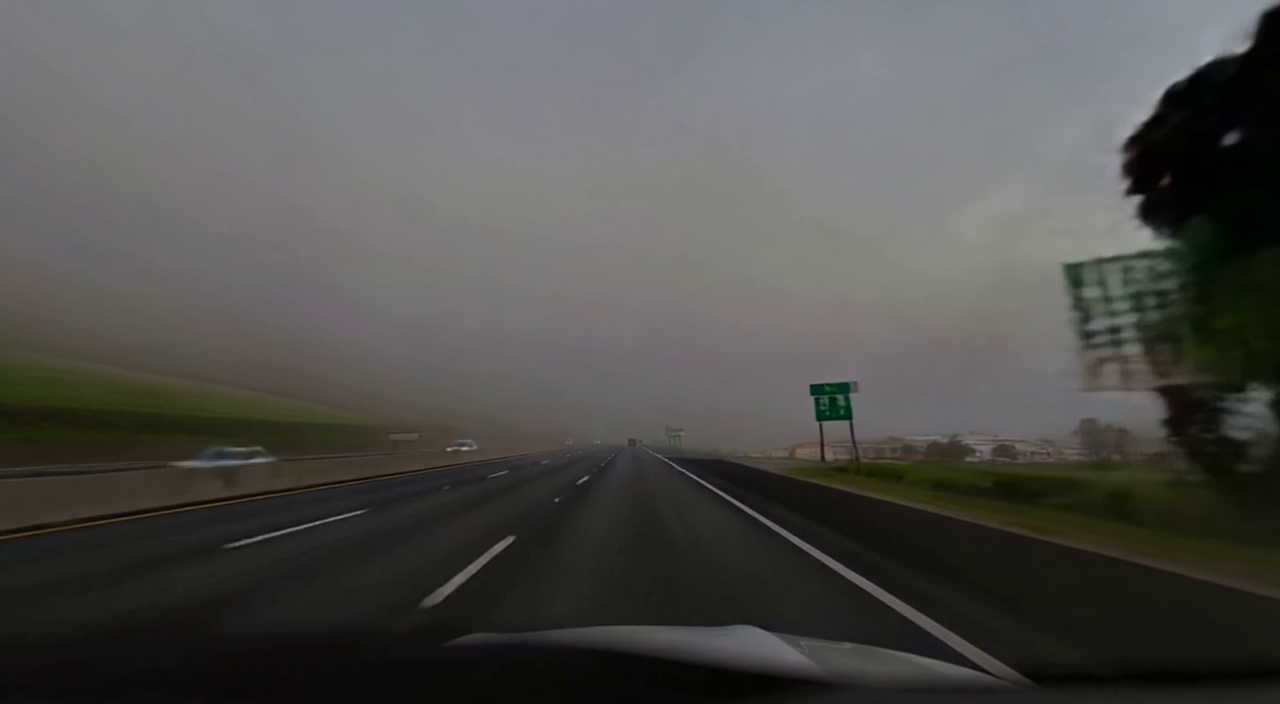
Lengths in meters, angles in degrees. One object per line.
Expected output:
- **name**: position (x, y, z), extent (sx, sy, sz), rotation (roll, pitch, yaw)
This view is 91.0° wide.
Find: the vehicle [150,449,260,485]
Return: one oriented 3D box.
- **vehicle**: position (-19.850, 5.219, 28.993), extent (1.774, 1.414, 4.652), rotation (0, -8, -1)
